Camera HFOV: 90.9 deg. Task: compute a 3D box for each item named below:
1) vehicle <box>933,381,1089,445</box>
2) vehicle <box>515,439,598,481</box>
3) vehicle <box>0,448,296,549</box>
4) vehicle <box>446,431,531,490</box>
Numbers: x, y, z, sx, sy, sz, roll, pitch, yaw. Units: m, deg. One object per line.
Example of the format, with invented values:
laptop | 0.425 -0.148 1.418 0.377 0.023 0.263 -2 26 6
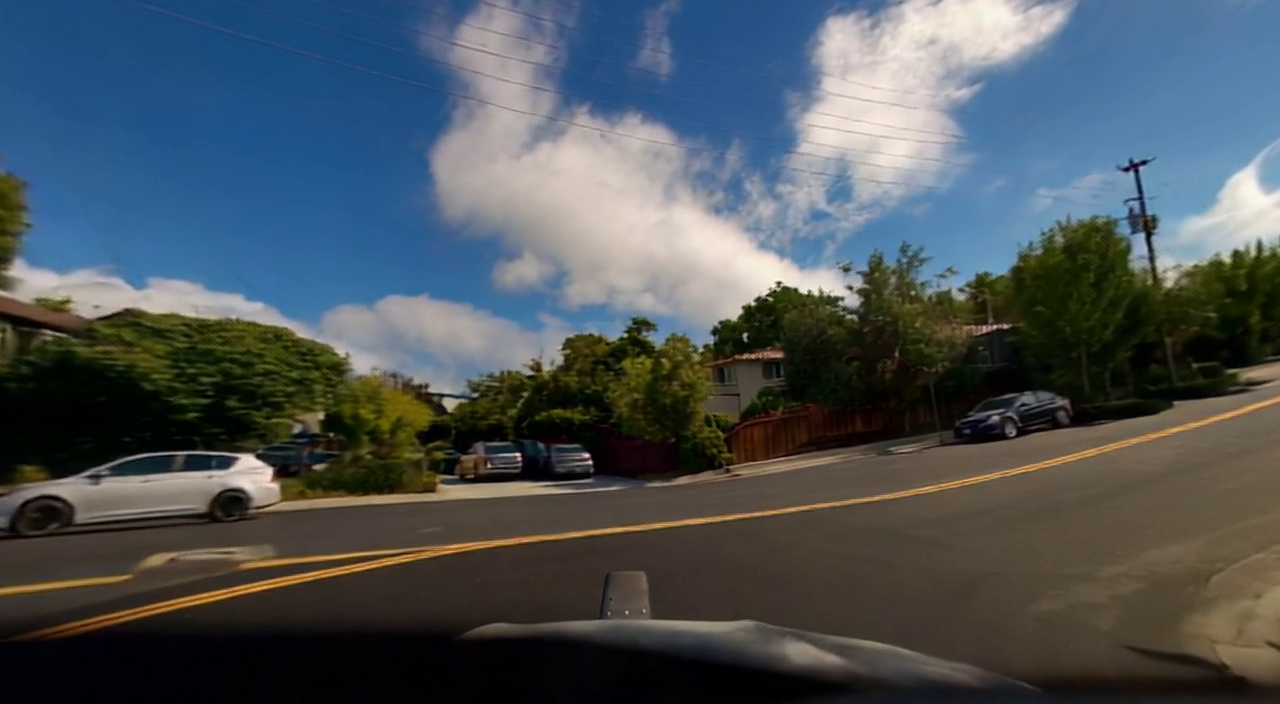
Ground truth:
vehicle | 13.440 2.194 22.794 5.289 1.595 2.032 -3 -10 -26
vehicle | -3.931 4.880 28.884 2.216 1.728 5.118 4 -10 -26
vehicle | -9.272 2.540 11.604 4.696 1.534 1.912 8 -12 -44
vehicle | -6.864 4.744 28.076 2.413 1.838 4.977 9 -5 -26
